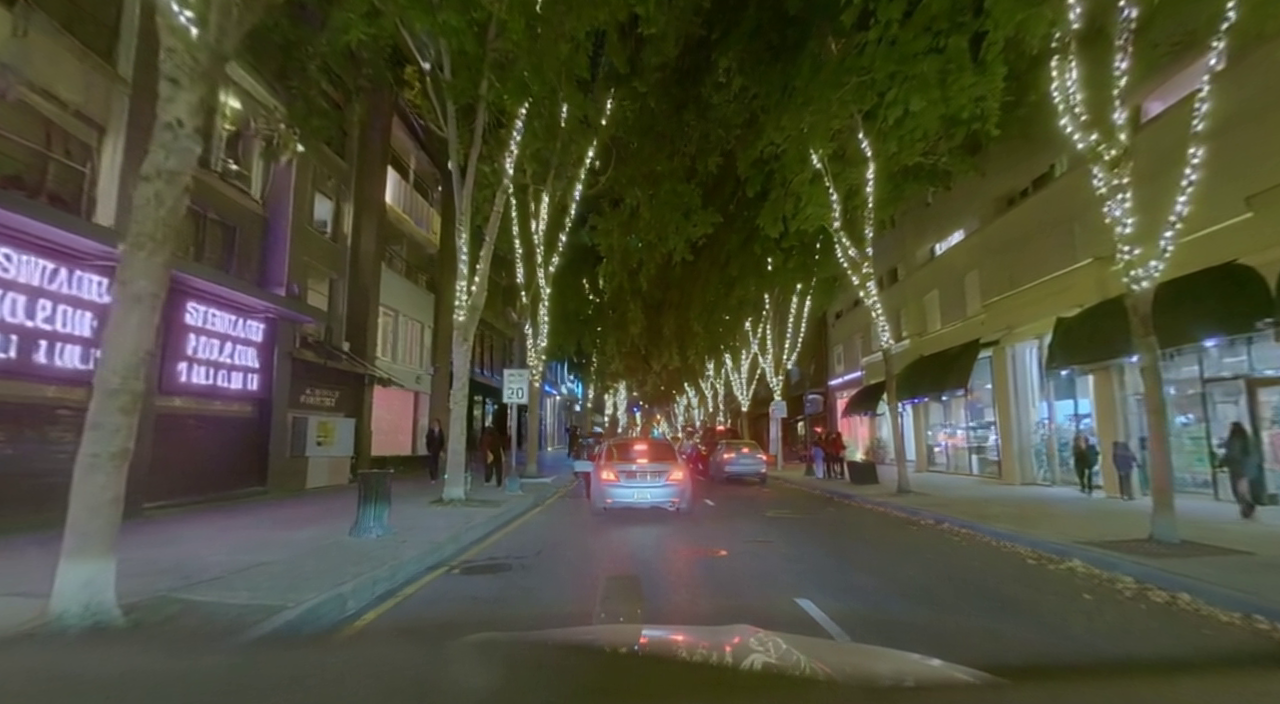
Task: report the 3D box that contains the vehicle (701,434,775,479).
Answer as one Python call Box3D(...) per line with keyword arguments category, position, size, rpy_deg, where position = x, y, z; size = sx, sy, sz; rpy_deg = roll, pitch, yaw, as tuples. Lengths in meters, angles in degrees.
Box3D(category="vehicle", position=(3.588, 3.916, 23.958), size=(2.025, 1.523, 4.426), rpy_deg=(0, -8, -1))

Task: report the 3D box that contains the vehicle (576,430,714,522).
Box3D(category="vehicle", position=(0.063, 2.341, 12.476), size=(2.261, 1.474, 4.130), rpy_deg=(0, -8, -1))
